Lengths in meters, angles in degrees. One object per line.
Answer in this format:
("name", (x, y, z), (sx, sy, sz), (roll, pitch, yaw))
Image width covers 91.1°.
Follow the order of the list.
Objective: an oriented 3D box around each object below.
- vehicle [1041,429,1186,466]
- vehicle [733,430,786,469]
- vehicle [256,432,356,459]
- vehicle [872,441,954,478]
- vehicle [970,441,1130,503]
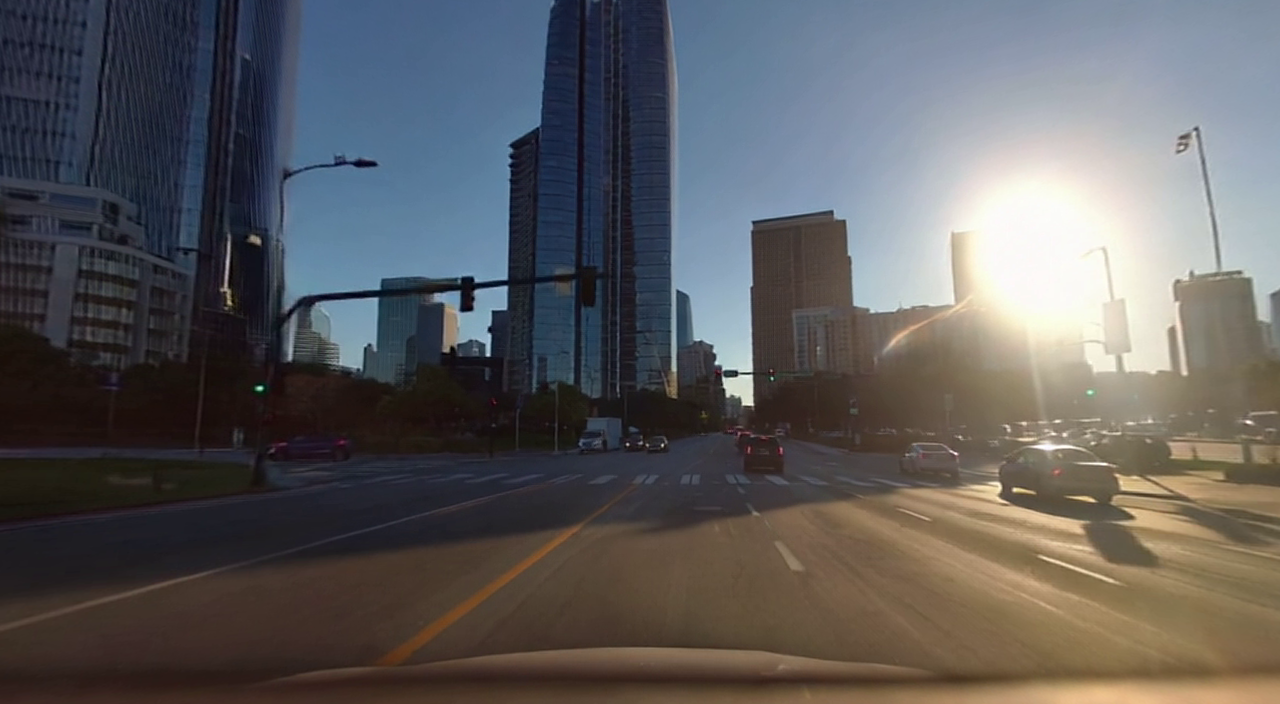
("vehicle", (27.105, 5.512, 36.161), (6.170, 1.978, 2.399), (0, -10, 5))
("vehicle", (5.977, 4.943, 31.906), (2.203, 1.801, 4.331), (0, -8, 5))
("vehicle", (-19.838, 5.558, 37.431), (4.856, 1.528, 2.053), (0, -9, 6))
("vehicle", (11.834, 4.653, 27.534), (1.860, 1.460, 4.379), (0, -8, 4))
("vehicle", (11.198, 3.270, 17.584), (1.896, 1.463, 4.296), (0, -8, 5))
